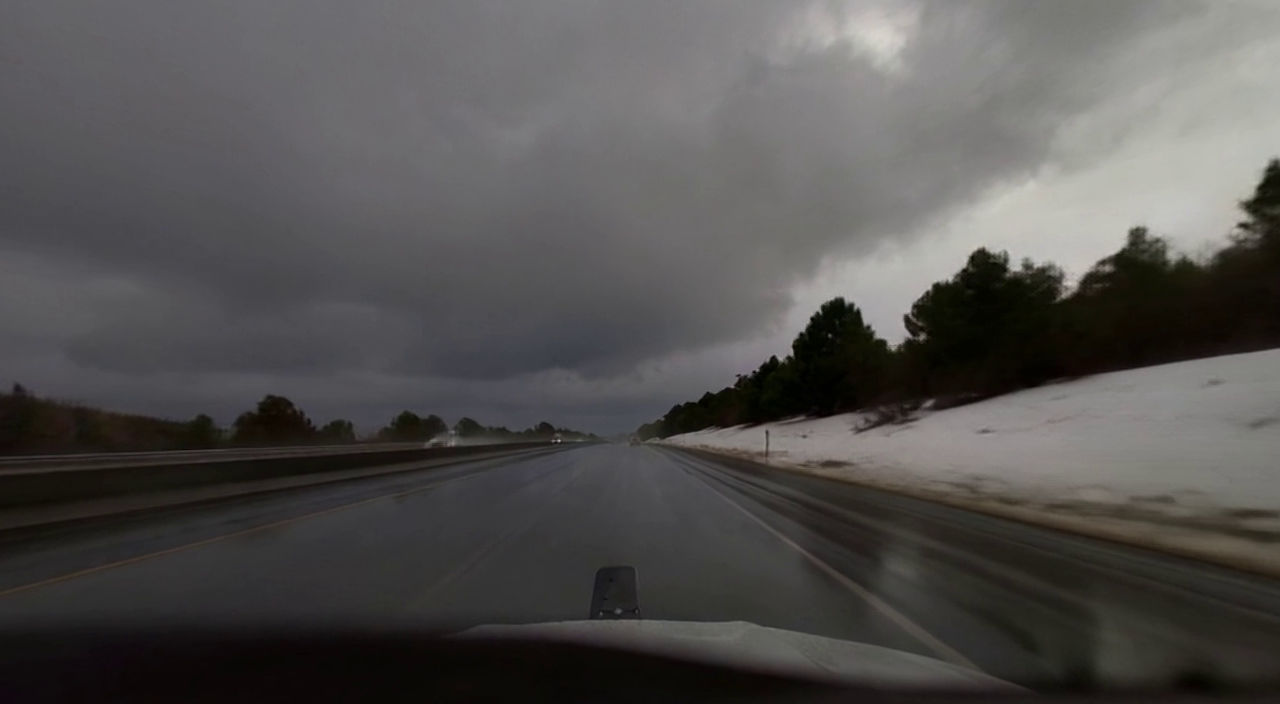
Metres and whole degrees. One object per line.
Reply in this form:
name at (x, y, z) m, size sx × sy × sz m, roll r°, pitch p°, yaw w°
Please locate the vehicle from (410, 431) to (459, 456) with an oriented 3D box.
vehicle at (-14.338, 6.369, 44.043) m, size 1.954 × 1.659 × 4.349 m, roll 0°, pitch -8°, yaw 0°
